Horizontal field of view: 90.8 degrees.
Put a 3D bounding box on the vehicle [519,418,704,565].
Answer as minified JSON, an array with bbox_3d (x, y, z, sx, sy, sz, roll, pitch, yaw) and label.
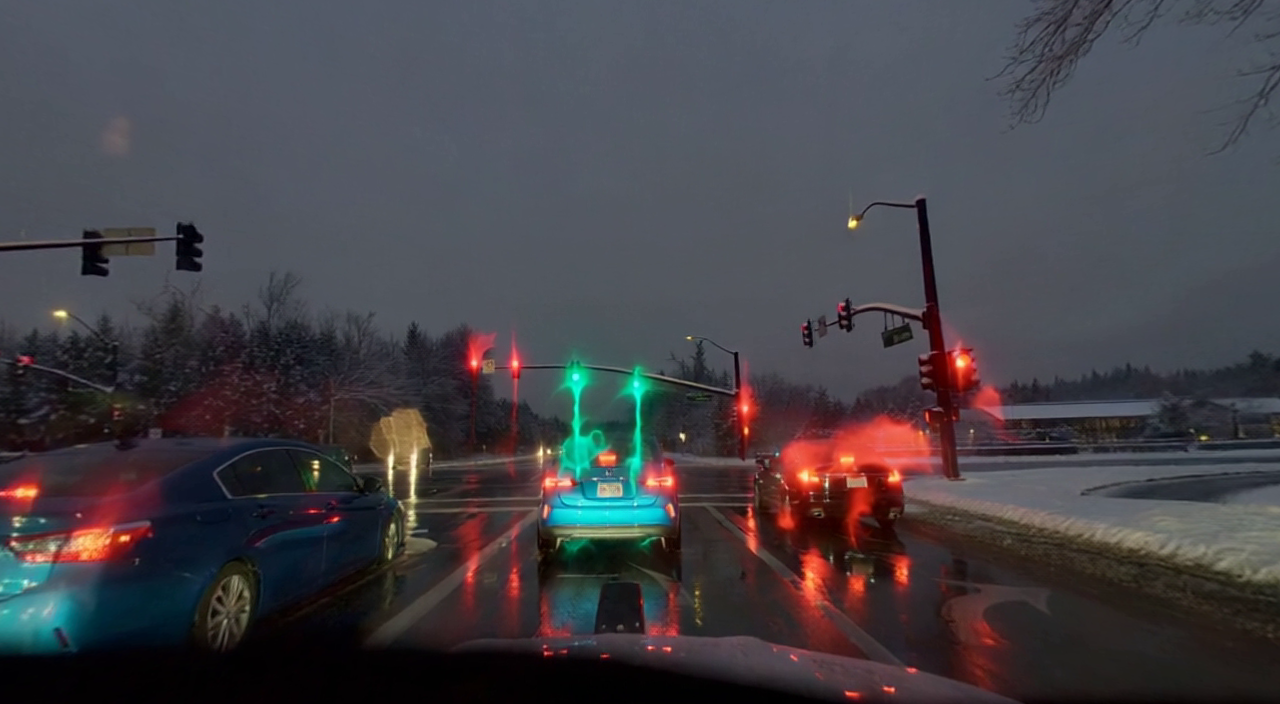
[{"bbox_3d":[-0.345,1.830,8.979,2.038,1.599,3.844,0,-8,-1],"label":"vehicle"}]

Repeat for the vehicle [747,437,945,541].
[{"bbox_3d":[3.297,2.265,11.190,1.970,1.449,4.433,0,-8,-1],"label":"vehicle"}]

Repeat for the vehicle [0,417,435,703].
[{"bbox_3d":[-3.577,1.413,5.552,2.052,1.472,4.479,0,-8,0],"label":"vehicle"}]
